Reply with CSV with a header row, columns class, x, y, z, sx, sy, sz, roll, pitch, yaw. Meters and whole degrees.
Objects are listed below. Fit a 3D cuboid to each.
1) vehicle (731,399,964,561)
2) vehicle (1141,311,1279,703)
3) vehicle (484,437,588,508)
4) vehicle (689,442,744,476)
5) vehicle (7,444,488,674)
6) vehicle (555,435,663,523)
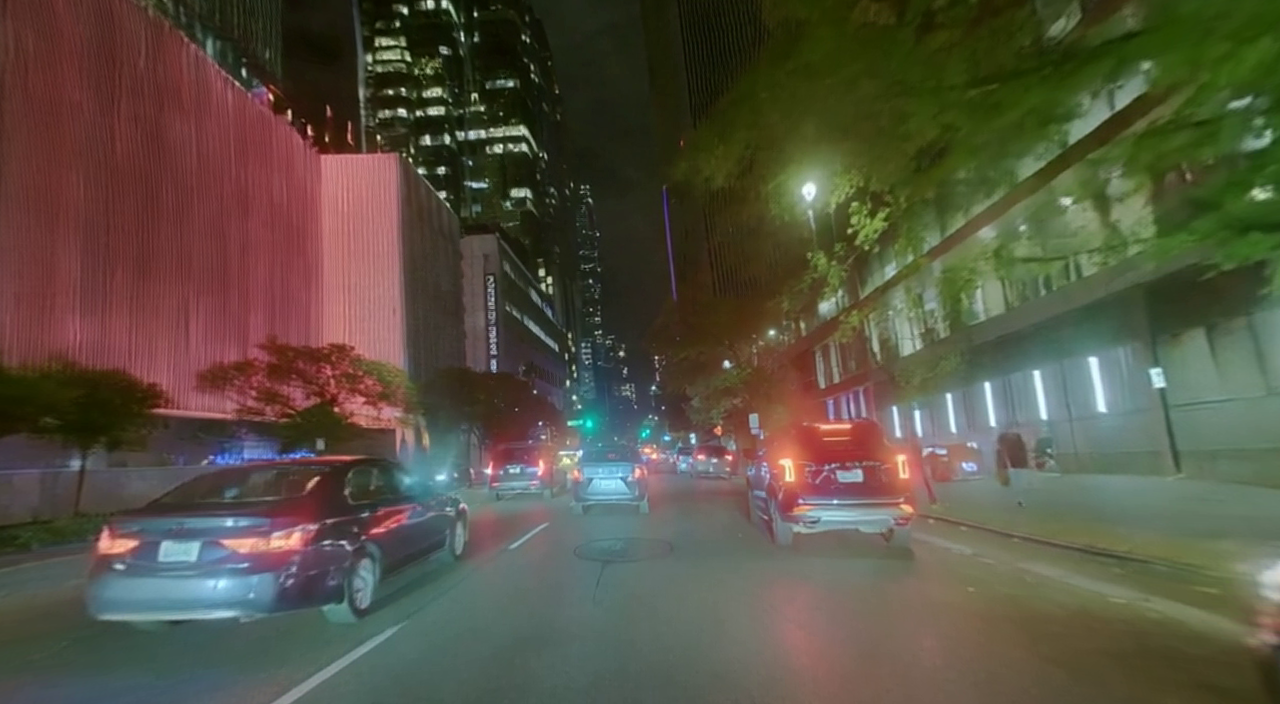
class,x,y,z,sx,sy,sz,roll,pitch,yaw
vehicle,2.866,1.920,10.185,2.352,1.953,4.798,-1,-8,4
vehicle,3.187,0.473,0.431,1.971,1.749,4.564,0,-8,1
vehicle,-2.905,3.486,18.798,2.000,1.818,4.668,-1,-8,4
vehicle,3.533,4.984,29.863,2.065,1.461,4.181,0,-8,0
vehicle,-3.139,1.688,6.414,1.940,1.481,4.376,-1,-8,2
vehicle,-0.530,2.736,14.153,2.076,1.667,3.948,-1,-8,2
